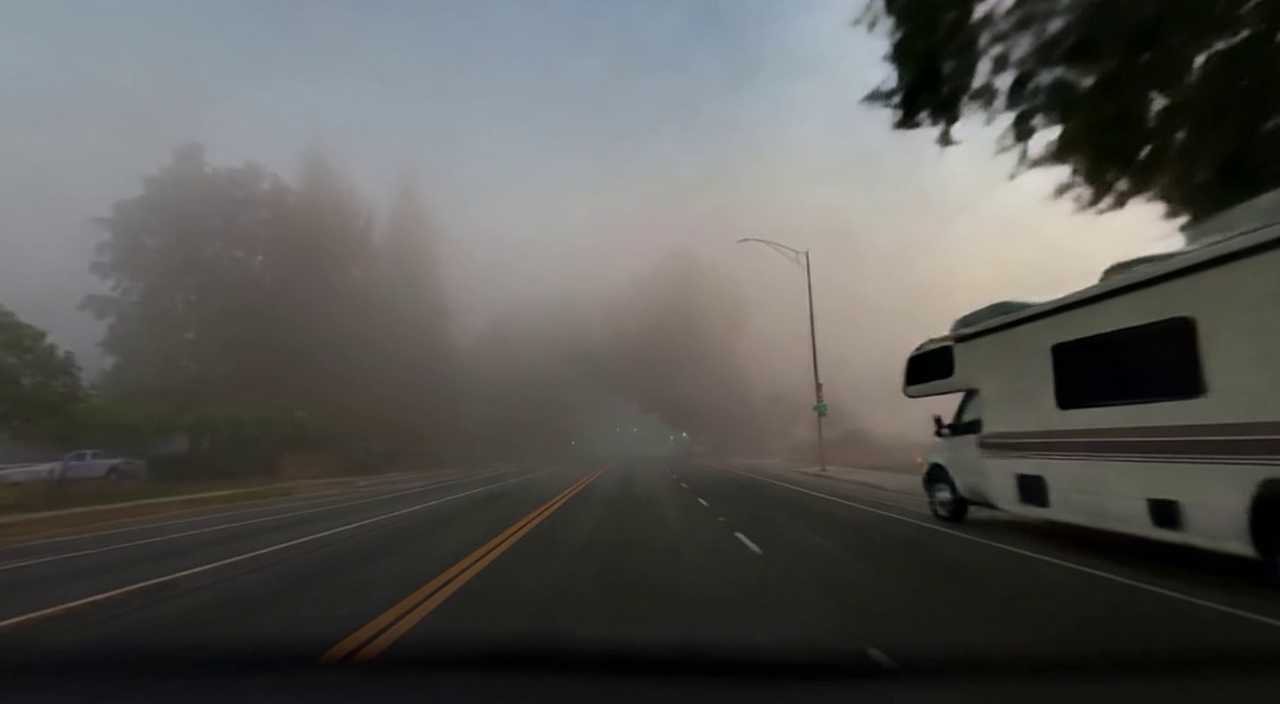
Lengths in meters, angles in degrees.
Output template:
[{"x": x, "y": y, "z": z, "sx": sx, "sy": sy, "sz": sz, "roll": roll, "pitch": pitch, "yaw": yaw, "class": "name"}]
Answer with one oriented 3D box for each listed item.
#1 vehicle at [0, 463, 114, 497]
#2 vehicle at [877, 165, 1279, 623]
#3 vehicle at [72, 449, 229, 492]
[{"x": -28.102, "y": 6.055, "z": 30.097, "sx": 4.501, "sy": 1.415, "sz": 1.806, "roll": 7, "pitch": -11, "yaw": -37, "class": "vehicle"}, {"x": 6.046, "y": 0.669, "z": 6.993, "sx": 2.944, "sy": 3.252, "sz": 9.712, "roll": 0, "pitch": -9, "yaw": -1, "class": "vehicle"}, {"x": -26.561, "y": 6.379, "z": 34.570, "sx": 6.500, "sy": 1.985, "sz": 2.363, "roll": 6, "pitch": -10, "yaw": -38, "class": "vehicle"}]
